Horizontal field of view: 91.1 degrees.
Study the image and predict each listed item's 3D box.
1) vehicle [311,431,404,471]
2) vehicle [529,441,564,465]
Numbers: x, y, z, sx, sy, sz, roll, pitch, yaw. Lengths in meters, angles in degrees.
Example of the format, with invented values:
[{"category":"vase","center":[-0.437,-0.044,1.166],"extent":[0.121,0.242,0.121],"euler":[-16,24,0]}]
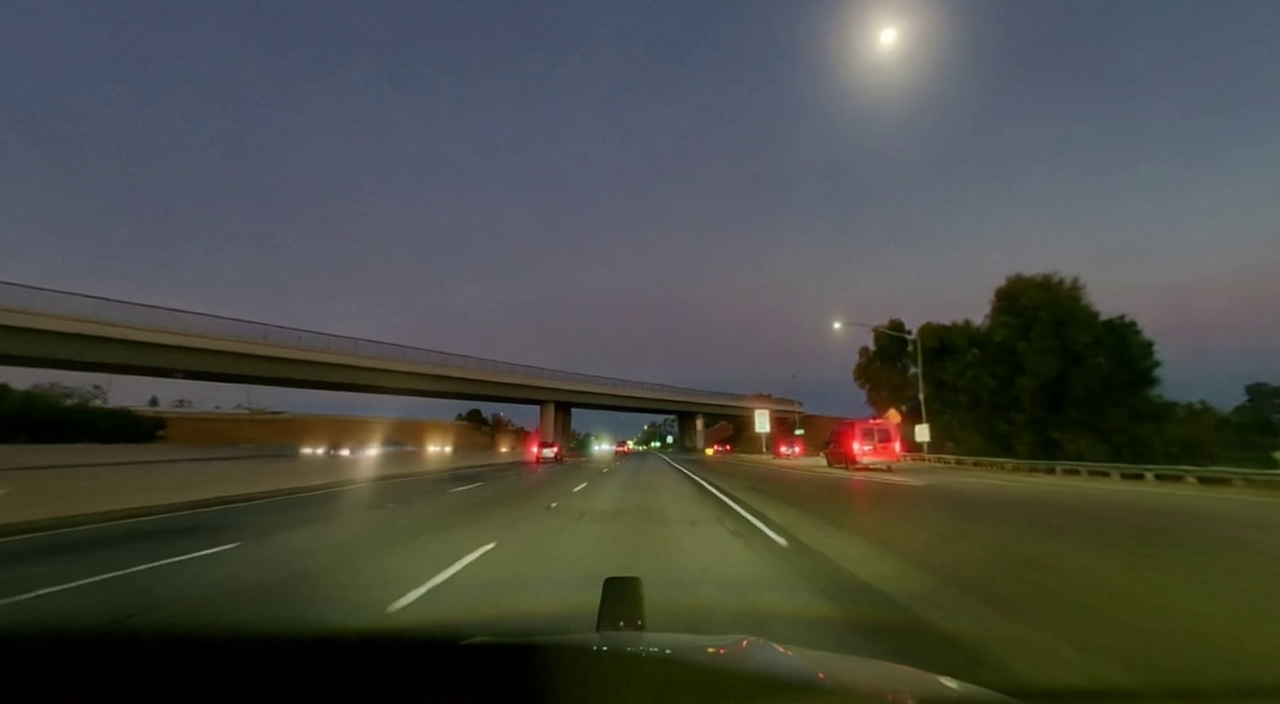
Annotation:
[{"category":"vehicle","center":[-15.837,5.594,35.740],"extent":[2.325,2.027,6.217],"euler":[0,-8,1]},{"category":"vehicle","center":[-6.817,7.412,46.156],"extent":[1.935,1.633,3.955],"euler":[0,-8,1]}]
